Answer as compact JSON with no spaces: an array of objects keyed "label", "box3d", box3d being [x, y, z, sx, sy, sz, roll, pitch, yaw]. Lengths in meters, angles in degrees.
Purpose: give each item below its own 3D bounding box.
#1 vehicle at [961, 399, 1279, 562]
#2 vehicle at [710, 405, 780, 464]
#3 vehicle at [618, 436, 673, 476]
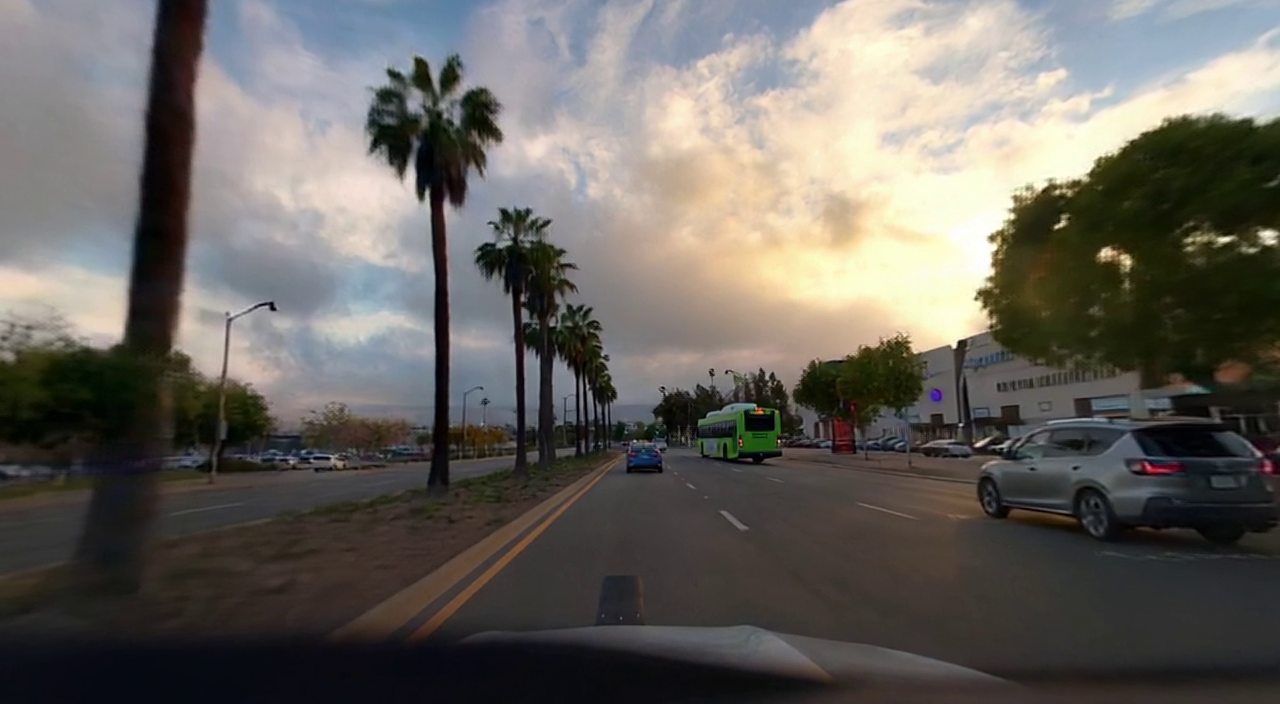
[{"label":"vehicle","box3d":[6.543,1.641,8.666,2.031,1.670,4.154,0,-9,0]},{"label":"vehicle","box3d":[6.581,5.447,41.030,2.795,3.383,9.287,0,-9,-1]},{"label":"vehicle","box3d":[0.180,4.284,26.174,2.065,1.477,4.306,0,-9,-1]}]
